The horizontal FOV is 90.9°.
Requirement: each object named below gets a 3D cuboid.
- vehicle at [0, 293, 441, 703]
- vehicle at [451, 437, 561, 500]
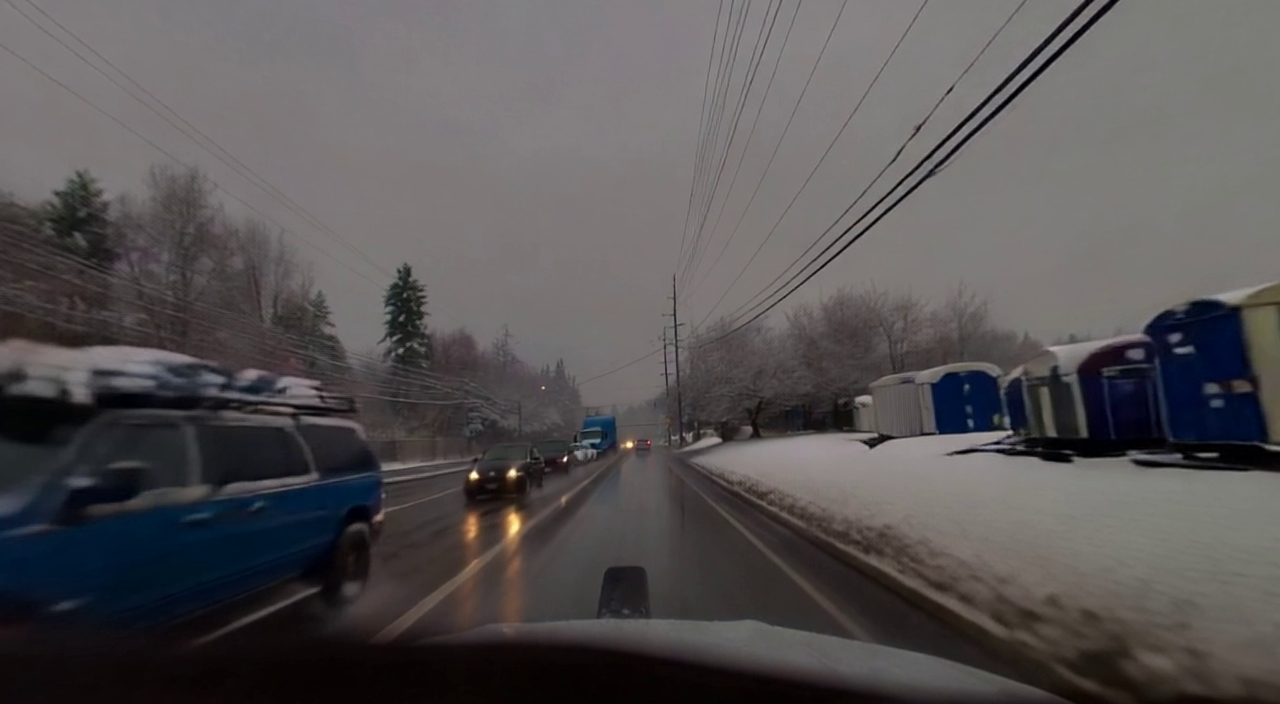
[{"bbox_3d":[-3.235,1.017,4.103,2.180,1.818,5.117,0,-8,0],"label":"vehicle"},{"bbox_3d":[-3.422,3.061,16.981,1.998,1.466,4.124,0,-8,1],"label":"vehicle"}]
